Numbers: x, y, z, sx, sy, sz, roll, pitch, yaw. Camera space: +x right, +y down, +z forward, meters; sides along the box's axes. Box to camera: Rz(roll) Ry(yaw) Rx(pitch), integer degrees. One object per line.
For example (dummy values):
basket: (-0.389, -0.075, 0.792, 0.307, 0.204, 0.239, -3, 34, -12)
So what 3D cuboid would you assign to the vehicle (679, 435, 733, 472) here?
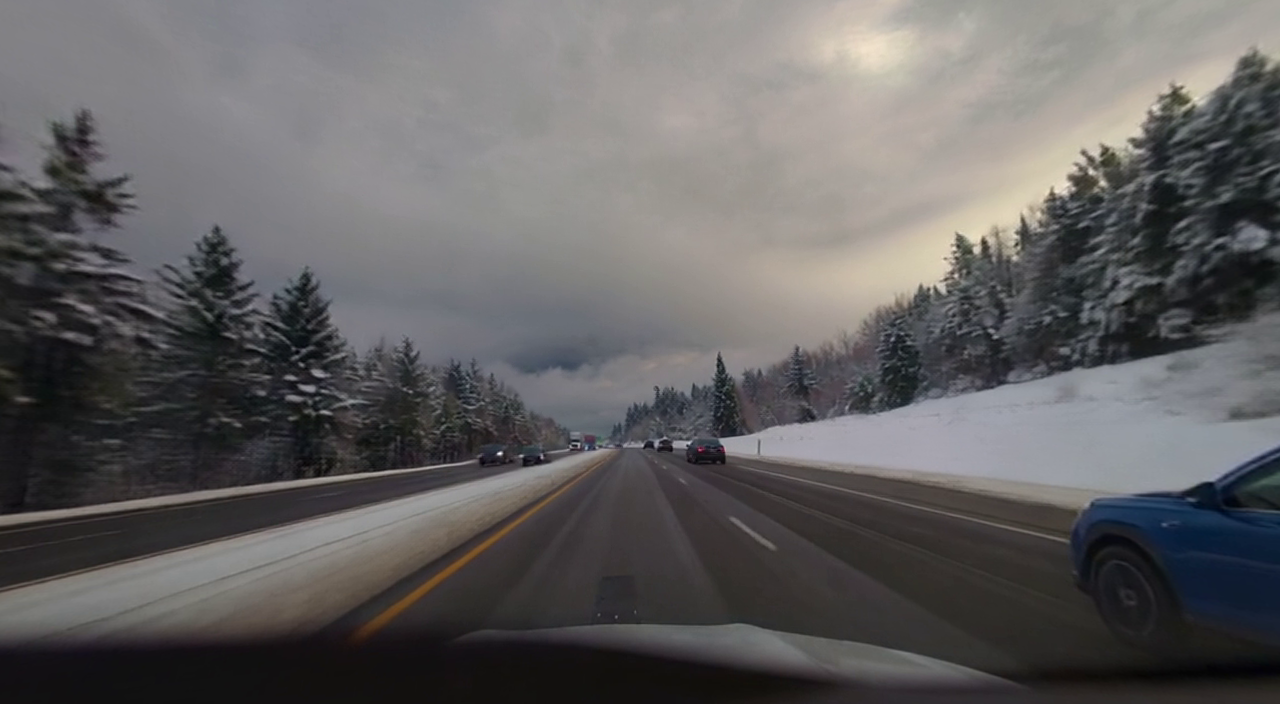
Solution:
vehicle: (3.194, 4.995, 31.268, 2.043, 1.673, 4.016, 0, -8, -3)

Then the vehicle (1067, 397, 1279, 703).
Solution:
vehicle: (3.896, 0.841, 2.040, 1.999, 1.501, 4.221, 0, -8, -1)
